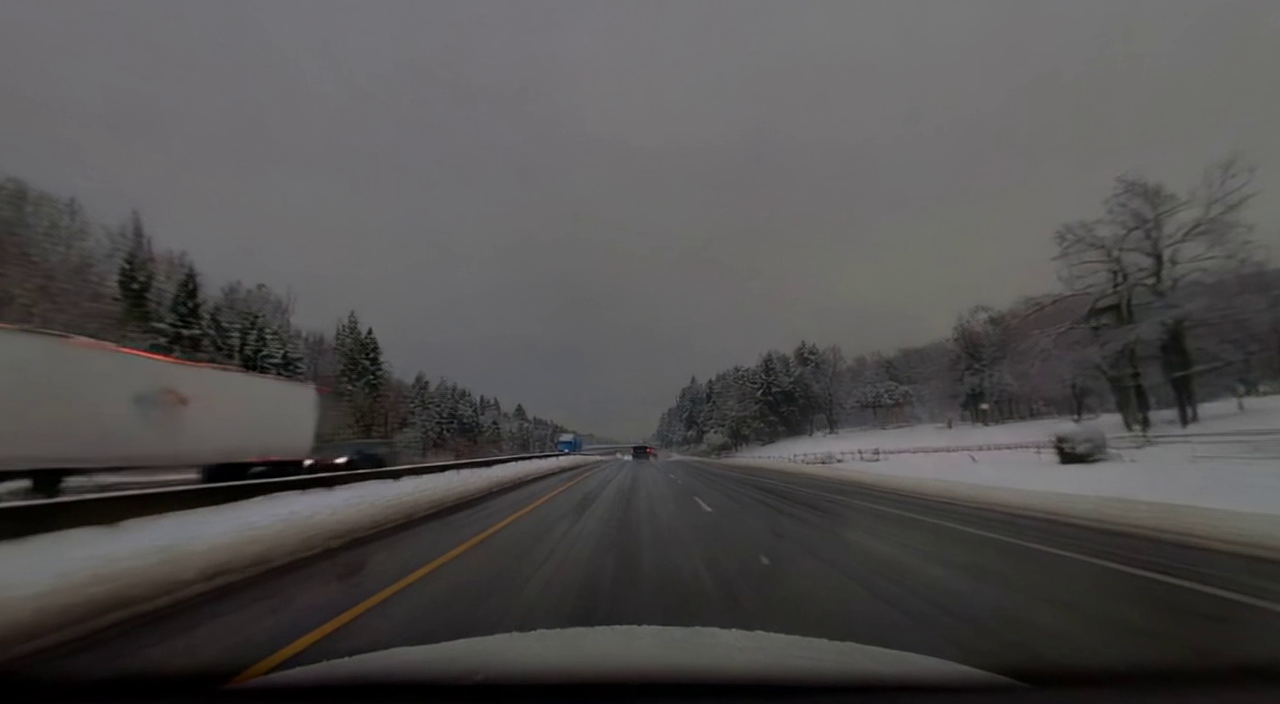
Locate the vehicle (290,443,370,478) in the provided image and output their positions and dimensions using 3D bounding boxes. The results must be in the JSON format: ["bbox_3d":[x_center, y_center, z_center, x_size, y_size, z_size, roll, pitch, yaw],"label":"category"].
[{"bbox_3d":[-16.729,5.863,34.278,1.970,1.694,4.610,0,-8,1],"label":"vehicle"}]
